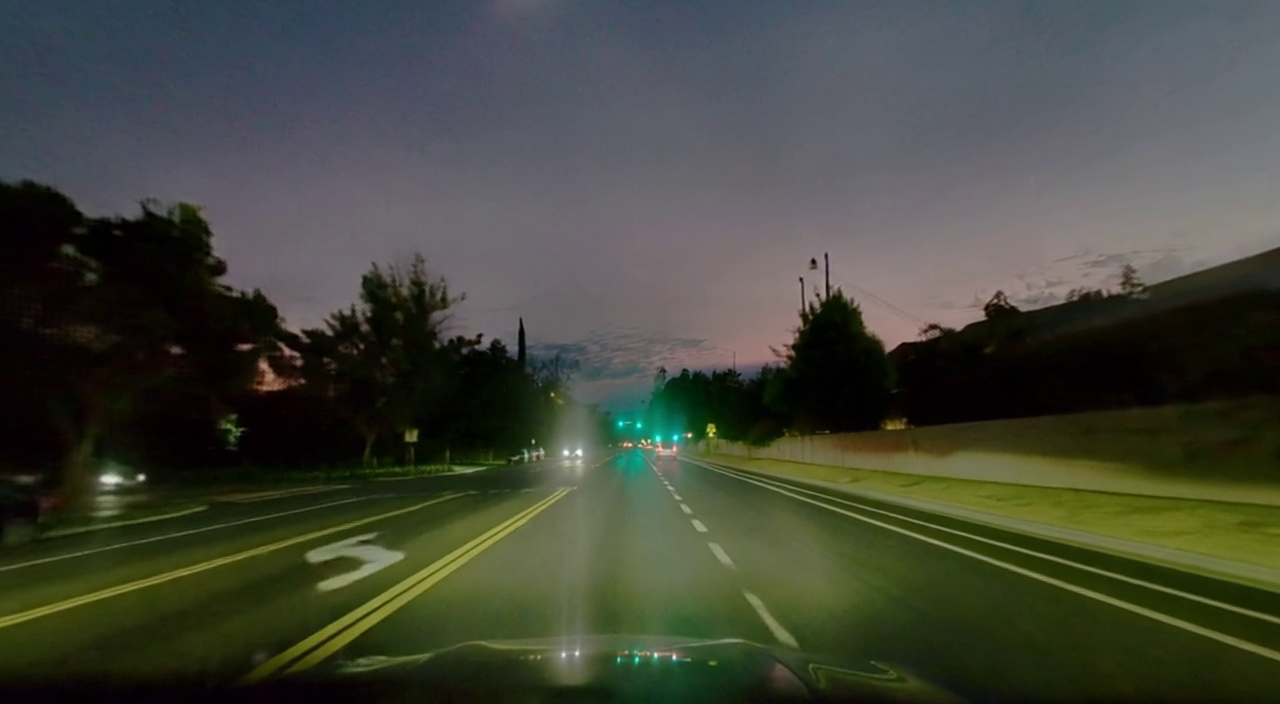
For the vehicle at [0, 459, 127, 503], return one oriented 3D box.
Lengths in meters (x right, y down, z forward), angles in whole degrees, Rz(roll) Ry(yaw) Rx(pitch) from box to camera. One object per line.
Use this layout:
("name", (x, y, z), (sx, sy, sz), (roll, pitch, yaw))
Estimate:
("vehicle", (-26.726, 5.798, 28.611), (4.924, 1.844, 2.113), (0, -9, -2))
